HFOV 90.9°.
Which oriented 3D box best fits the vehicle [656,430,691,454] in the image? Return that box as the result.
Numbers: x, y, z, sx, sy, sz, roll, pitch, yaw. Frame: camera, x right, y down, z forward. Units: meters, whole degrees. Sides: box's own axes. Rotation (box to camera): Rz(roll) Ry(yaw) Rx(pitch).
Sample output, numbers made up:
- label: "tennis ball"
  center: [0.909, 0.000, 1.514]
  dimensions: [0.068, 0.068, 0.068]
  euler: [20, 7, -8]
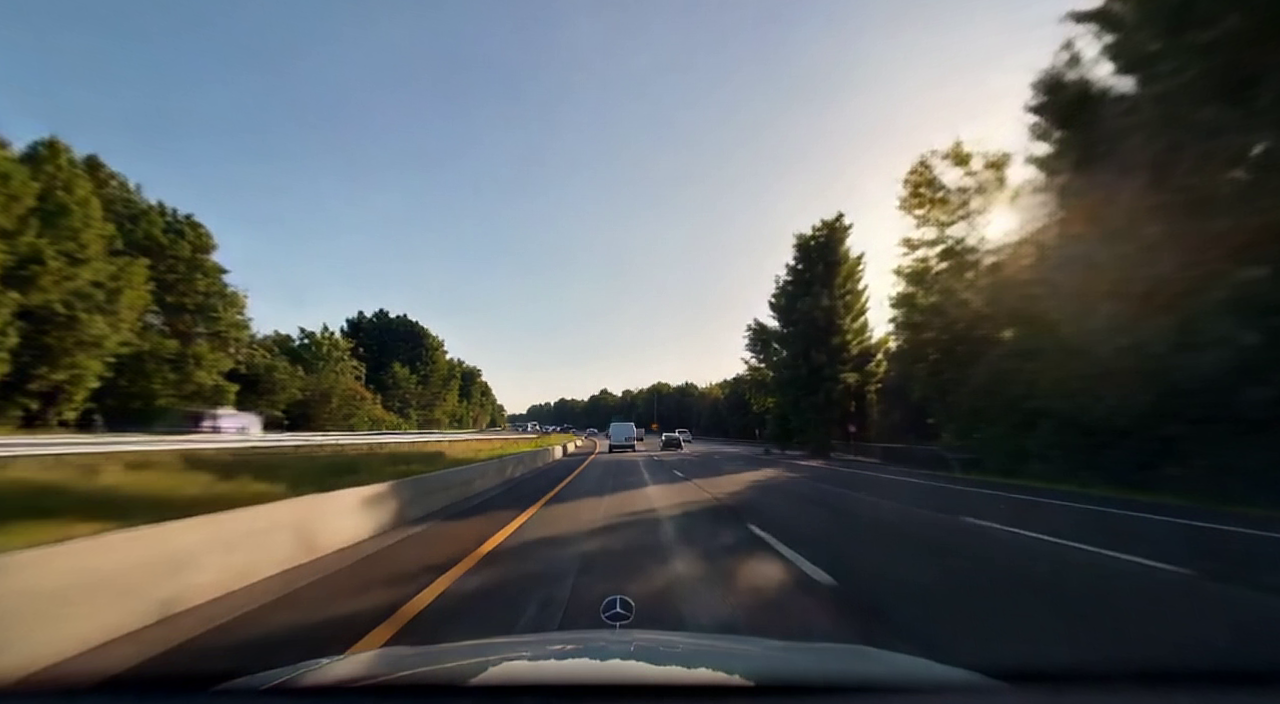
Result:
- label: "vehicle"
  center: [2.285, 6.251, 44.040]
  dimensions: [1.996, 1.589, 3.715]
  euler: [1, -8, -4]

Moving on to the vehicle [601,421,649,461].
- label: "vehicle"
  center: [-0.856, 4.770, 33.953]
  dimensions: [2.403, 1.994, 4.683]
  euler: [0, -8, -2]

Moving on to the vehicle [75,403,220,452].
- label: "vehicle"
  center: [-16.246, 2.551, 21.068]
  dimensions: [1.916, 1.465, 3.624]
  euler: [0, -8, -1]
